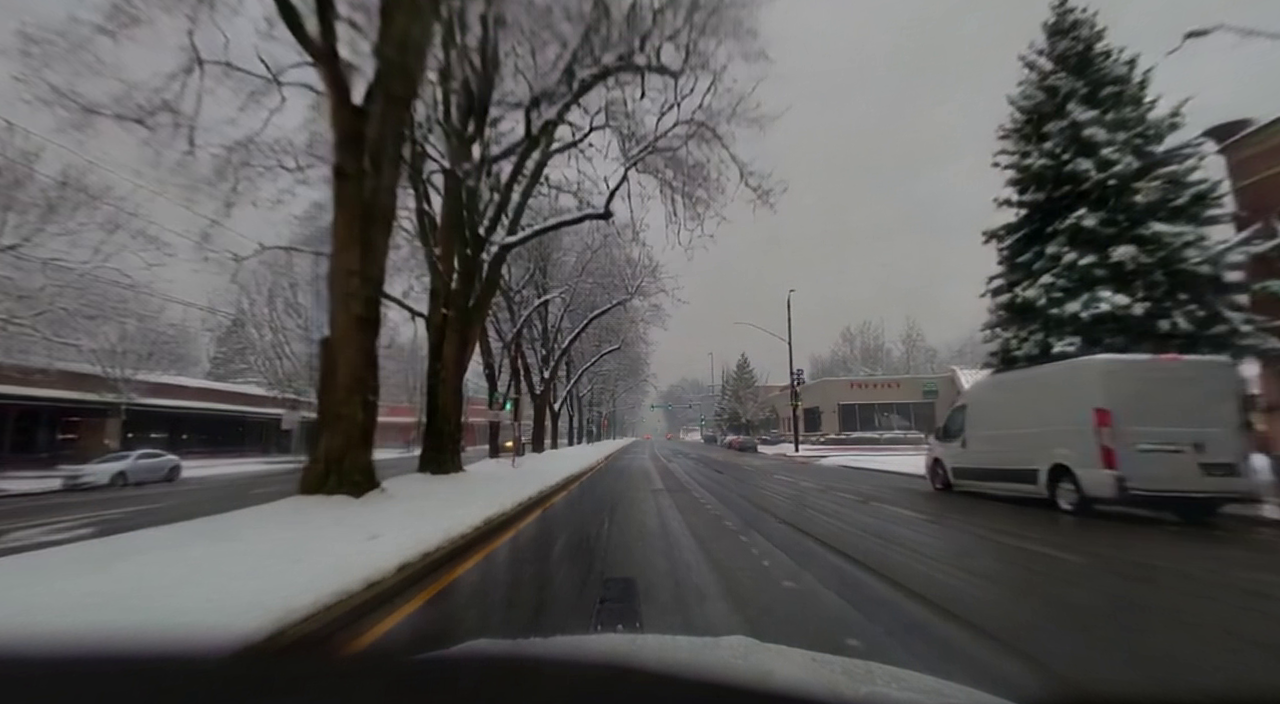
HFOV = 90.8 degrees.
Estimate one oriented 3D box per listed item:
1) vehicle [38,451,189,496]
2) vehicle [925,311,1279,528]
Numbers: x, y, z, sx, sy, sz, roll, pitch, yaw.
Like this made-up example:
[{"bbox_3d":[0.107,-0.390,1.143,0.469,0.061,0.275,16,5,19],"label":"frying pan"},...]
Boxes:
[{"bbox_3d":[-19.518,4.493,23.748,1.813,1.465,4.454,0,-9,0],"label":"vehicle"},{"bbox_3d":[9.652,1.636,14.002,2.684,3.381,8.336,0,-9,0],"label":"vehicle"}]
